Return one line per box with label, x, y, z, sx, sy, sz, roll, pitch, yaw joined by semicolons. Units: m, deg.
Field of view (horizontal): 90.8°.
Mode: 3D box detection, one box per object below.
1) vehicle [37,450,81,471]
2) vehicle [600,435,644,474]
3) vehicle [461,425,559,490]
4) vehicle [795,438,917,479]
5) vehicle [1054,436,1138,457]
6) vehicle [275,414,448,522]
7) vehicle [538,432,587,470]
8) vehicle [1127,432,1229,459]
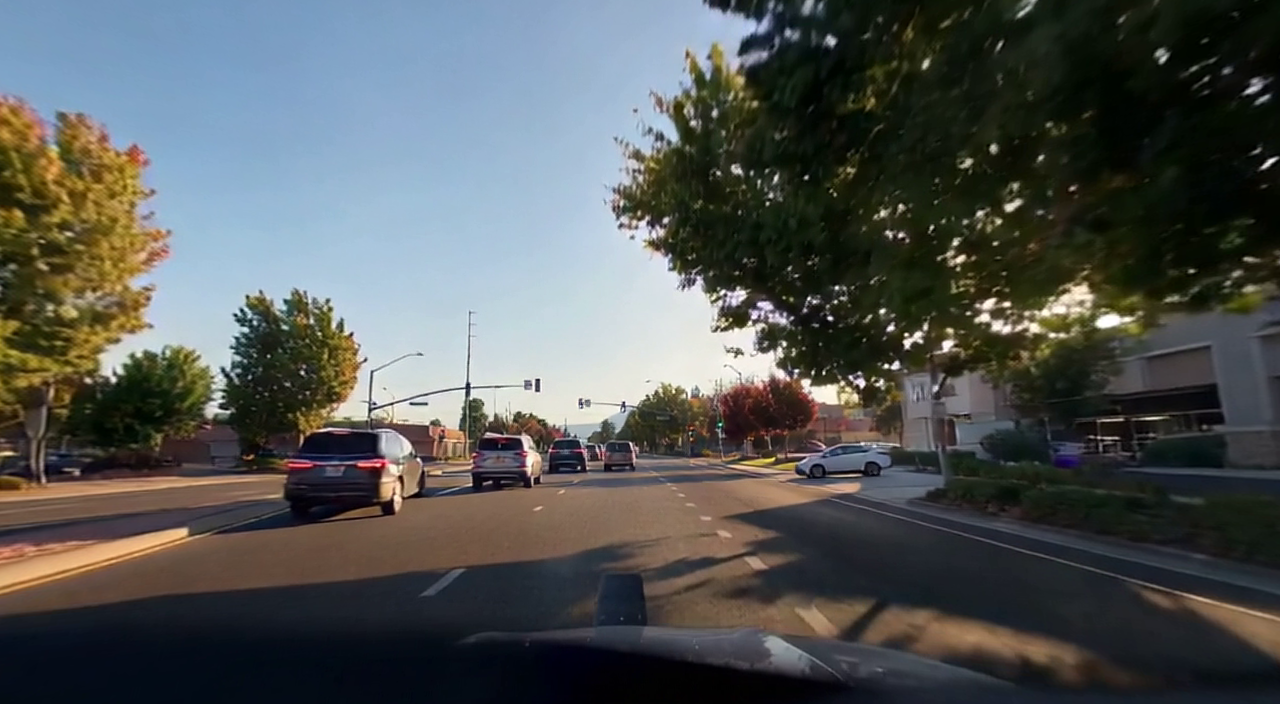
vehicle;-45.645;8.497;49.720;1.970;1.508;4.687;6;-10;-37
vehicle;-0.894;5.083;31.717;2.061;1.809;4.141;0;-8;-1
vehicle;-4.105;3.428;20.901;2.159;1.877;4.925;0;-8;0
vehicle;9.668;4.734;28.414;4.734;1.726;2.039;2;-8;-12
vehicle;31.928;6.608;44.328;4.438;1.423;1.897;0;-8;-1
vehicle;-5.451;2.307;13.144;2.093;1.803;4.668;1;-8;-9
vehicle;-4.373;5.687;36.554;2.252;1.999;5.605;0;-8;-2
vehicle;31.750;5.529;37.363;4.352;1.482;1.954;1;-8;-3
